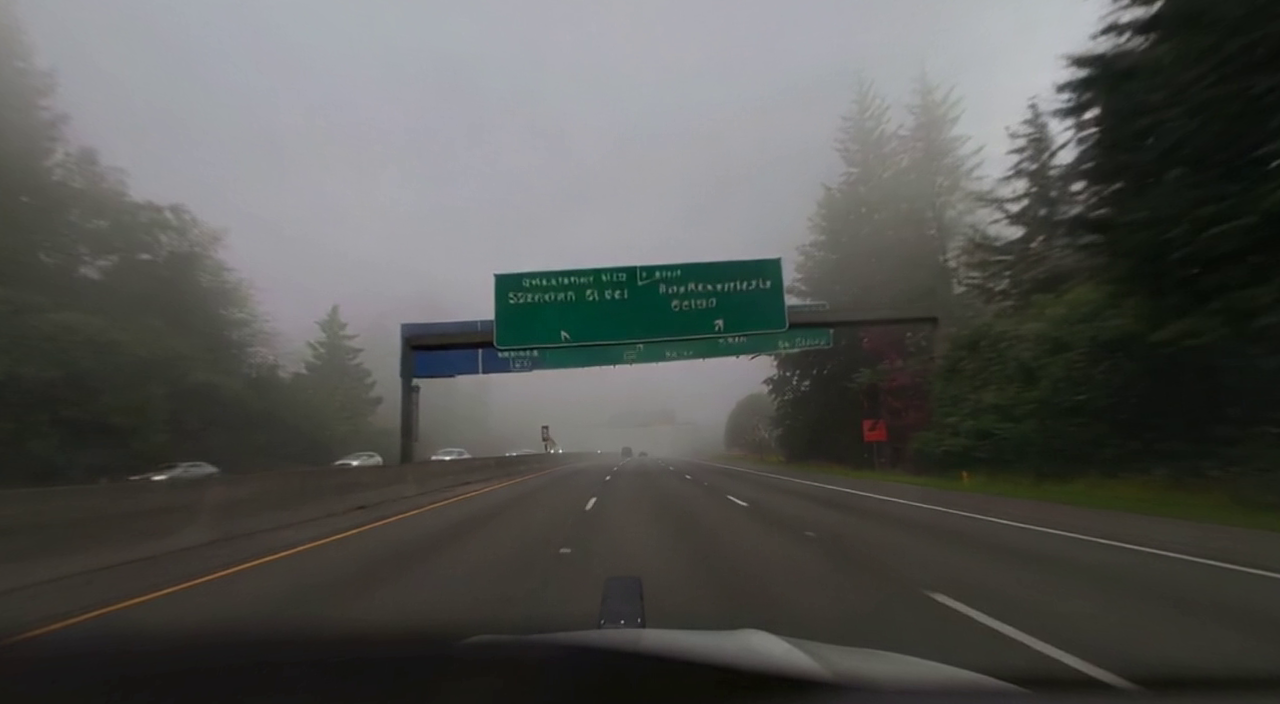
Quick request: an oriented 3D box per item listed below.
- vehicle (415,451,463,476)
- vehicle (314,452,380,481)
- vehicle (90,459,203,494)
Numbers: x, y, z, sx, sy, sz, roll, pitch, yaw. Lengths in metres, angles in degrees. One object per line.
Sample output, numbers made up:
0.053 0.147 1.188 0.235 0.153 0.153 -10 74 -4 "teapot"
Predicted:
-14.374 7.954 45.337 1.983 1.652 4.376 0 -9 0 "vehicle"
-18.230 7.133 39.447 1.914 1.619 4.491 0 -9 0 "vehicle"
-23.687 5.956 30.495 1.895 1.465 4.538 0 -9 -2 "vehicle"
